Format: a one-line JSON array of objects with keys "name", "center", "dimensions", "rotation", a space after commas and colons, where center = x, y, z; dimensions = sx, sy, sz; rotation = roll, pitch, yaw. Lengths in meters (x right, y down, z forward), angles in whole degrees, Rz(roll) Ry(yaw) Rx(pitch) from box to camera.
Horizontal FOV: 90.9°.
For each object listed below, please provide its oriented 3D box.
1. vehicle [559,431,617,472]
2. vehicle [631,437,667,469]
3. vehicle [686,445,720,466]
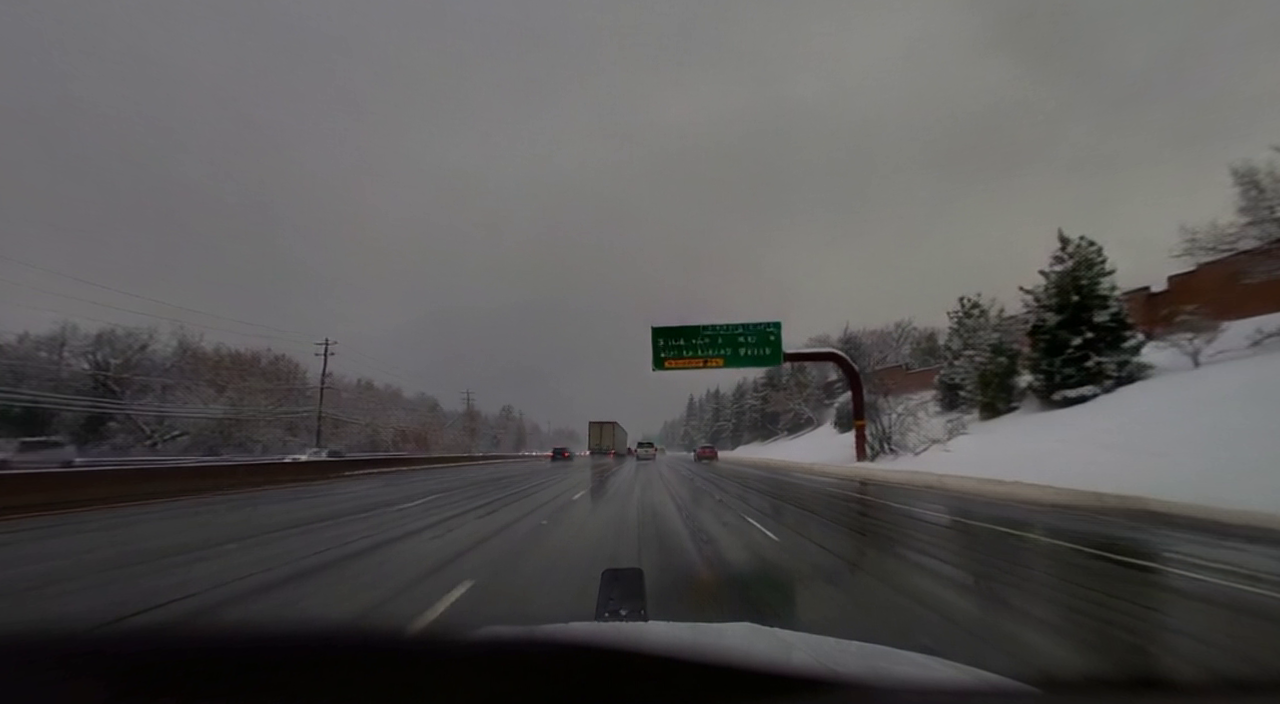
[{"name": "vehicle", "center": [-3.383, 7.062, 45.545], "dimensions": [2.854, 2.379, 16.653], "rotation": [-1, -8, 0]}, {"name": "vehicle", "center": [0.606, 6.932, 43.302], "dimensions": [2.309, 2.023, 5.130], "rotation": [0, -8, 0]}, {"name": "vehicle", "center": [4.616, 7.695, 47.008], "dimensions": [1.993, 1.474, 4.230], "rotation": [0, -8, -1]}]
